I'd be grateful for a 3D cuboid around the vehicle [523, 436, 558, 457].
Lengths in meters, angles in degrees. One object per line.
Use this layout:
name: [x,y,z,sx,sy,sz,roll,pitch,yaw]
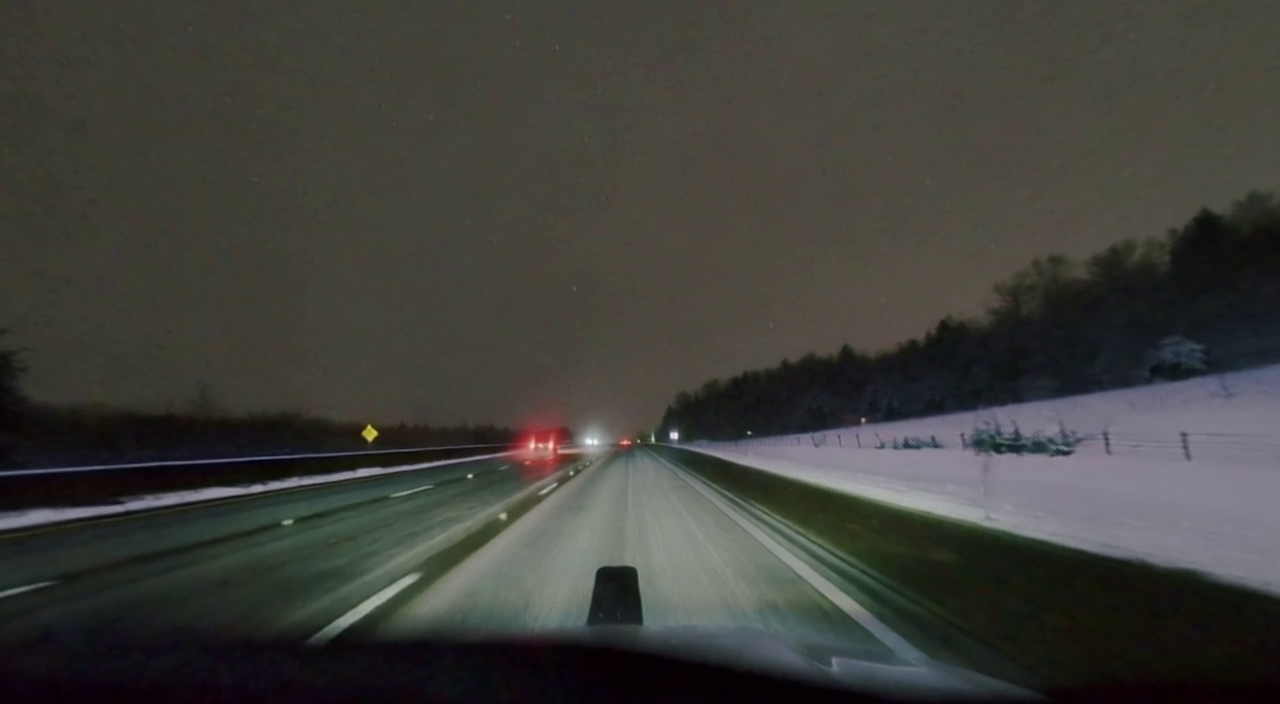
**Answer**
vehicle: [-7.298,6.961,46.476,1.989,1.473,4.345,0,-8,-1]
